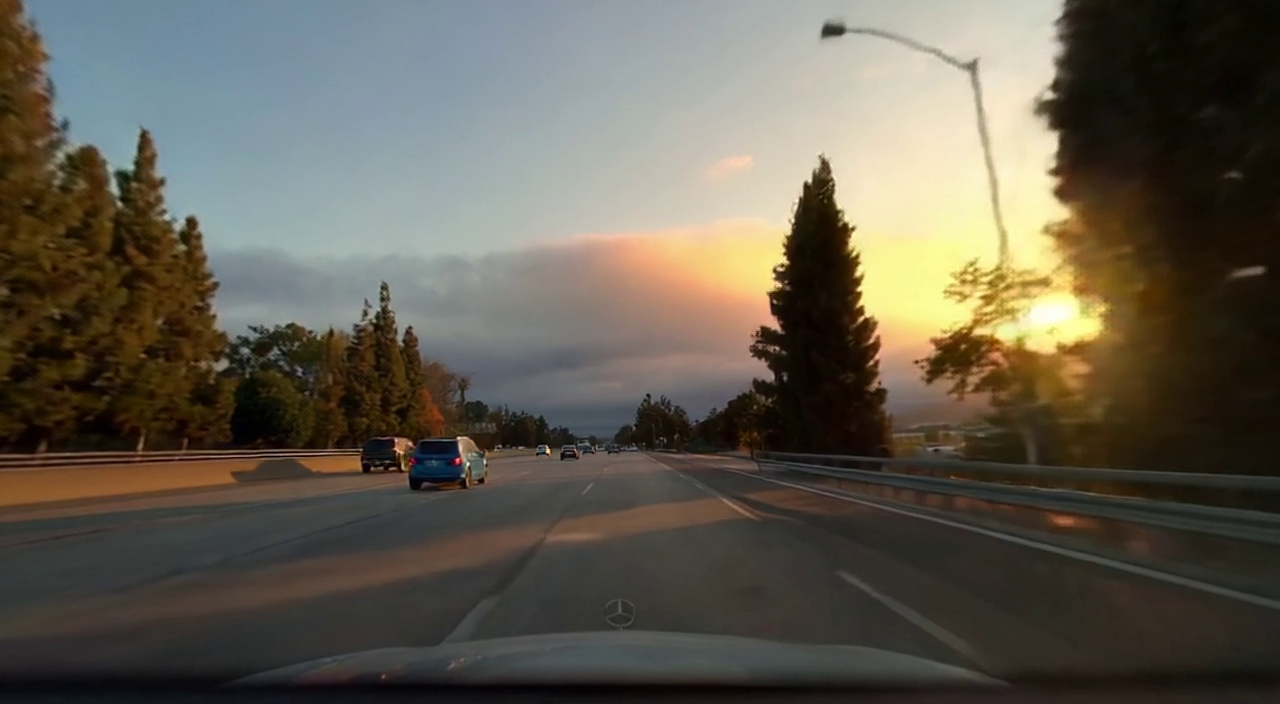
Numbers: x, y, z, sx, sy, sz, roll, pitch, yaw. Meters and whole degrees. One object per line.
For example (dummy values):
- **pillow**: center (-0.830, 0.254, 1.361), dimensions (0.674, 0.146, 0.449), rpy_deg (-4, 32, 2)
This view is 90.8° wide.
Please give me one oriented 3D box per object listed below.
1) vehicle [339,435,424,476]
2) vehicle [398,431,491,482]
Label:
- **vehicle**: center (-11.631, 4.683, 28.754), dimensions (2.016, 1.711, 4.365), rpy_deg (0, -9, -1)
- **vehicle**: center (-7.340, 3.989, 24.290), dimensions (2.146, 1.766, 4.502), rpy_deg (0, -9, -1)
